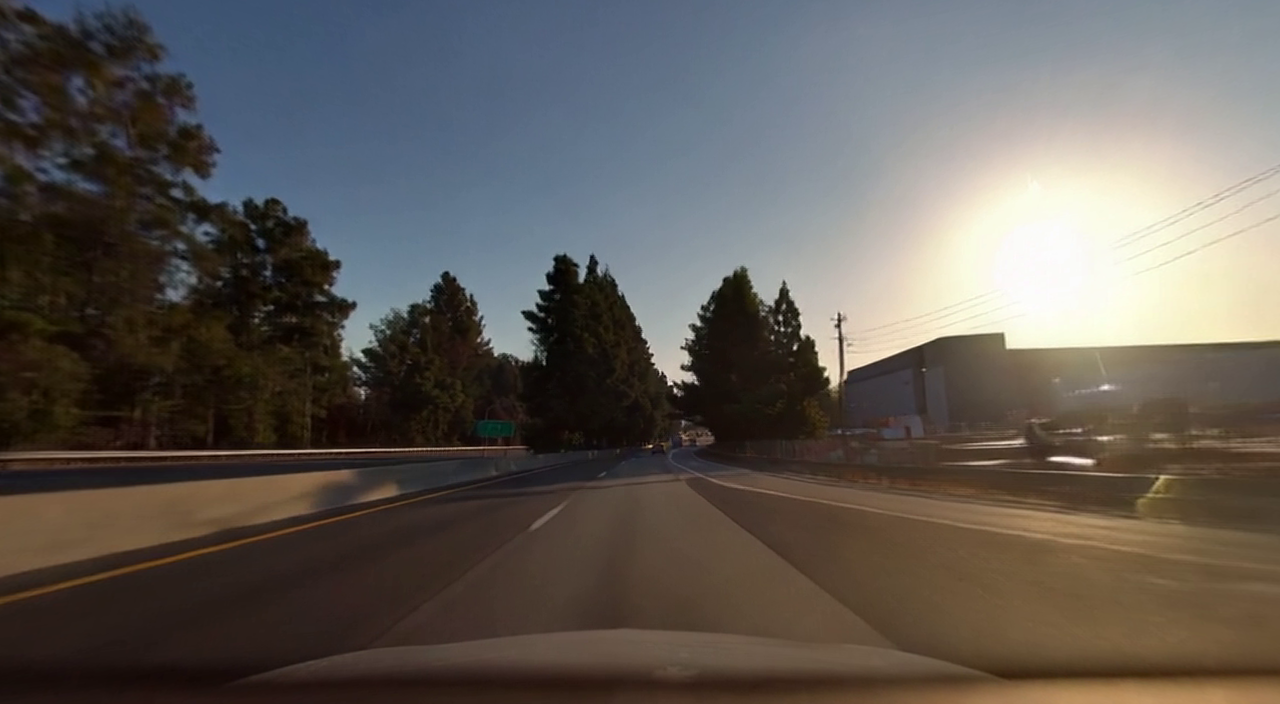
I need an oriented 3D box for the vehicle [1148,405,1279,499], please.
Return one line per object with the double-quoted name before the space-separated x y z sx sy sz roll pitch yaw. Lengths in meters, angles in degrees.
"vehicle" 23.188 3.511 22.547 2.894 3.176 7.895 -2 -8 -4
